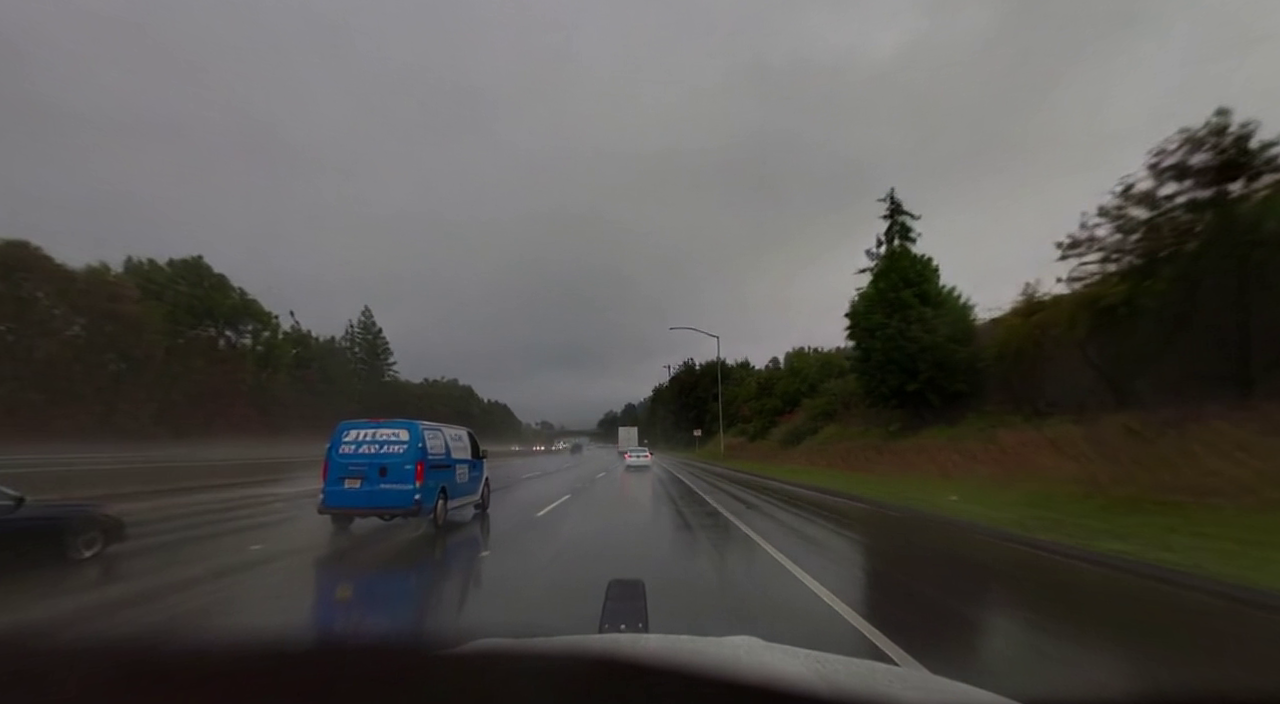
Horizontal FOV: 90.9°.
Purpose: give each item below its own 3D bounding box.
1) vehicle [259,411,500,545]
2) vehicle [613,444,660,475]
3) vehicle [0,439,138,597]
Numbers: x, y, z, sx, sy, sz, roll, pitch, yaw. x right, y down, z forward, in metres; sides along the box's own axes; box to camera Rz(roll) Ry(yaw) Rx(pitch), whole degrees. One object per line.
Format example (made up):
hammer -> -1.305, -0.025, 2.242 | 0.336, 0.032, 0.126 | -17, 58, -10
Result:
vehicle -> -4.214, 2.143, 11.405 | 2.174, 1.862, 5.012 | 0, -9, 0
vehicle -> -0.163, 5.401, 31.899 | 2.238, 1.479, 3.672 | 0, -9, 1
vehicle -> -7.077, 1.406, 4.965 | 2.253, 1.454, 4.828 | 0, -9, 1
